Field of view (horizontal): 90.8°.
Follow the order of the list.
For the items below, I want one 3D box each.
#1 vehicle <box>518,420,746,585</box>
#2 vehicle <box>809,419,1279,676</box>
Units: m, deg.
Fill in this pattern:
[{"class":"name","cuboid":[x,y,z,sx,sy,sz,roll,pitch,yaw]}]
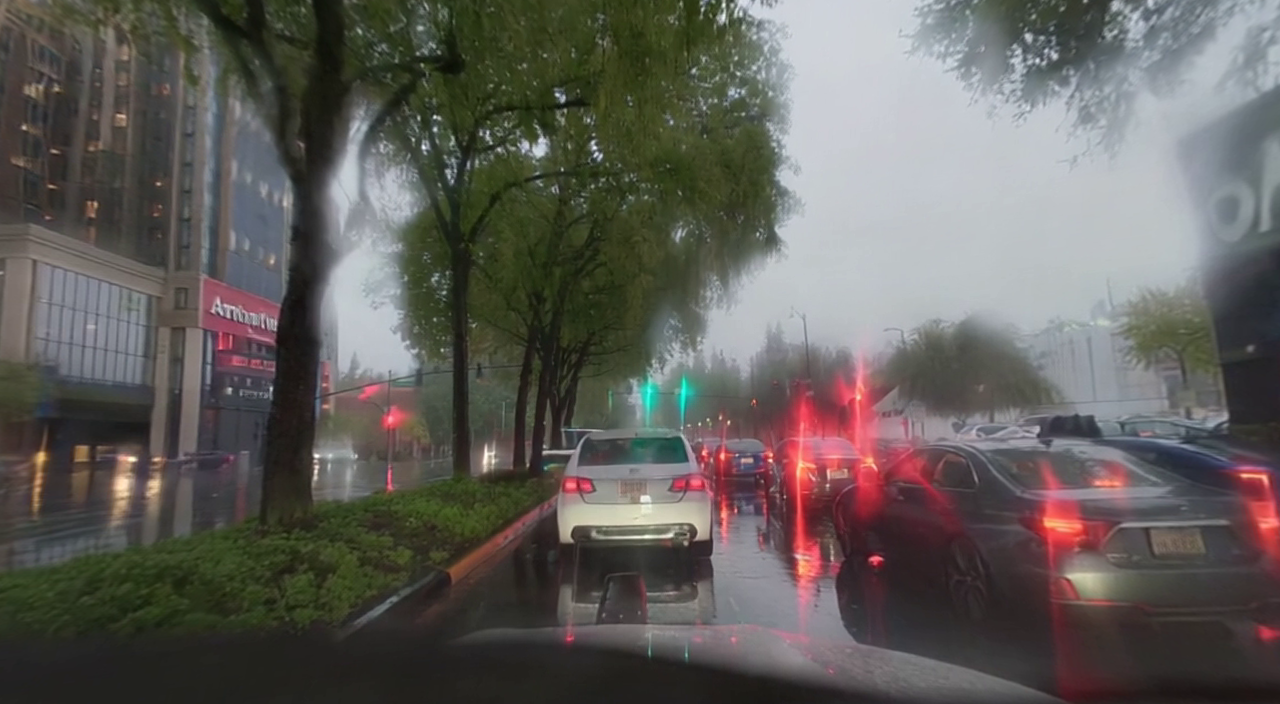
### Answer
[{"class":"vehicle","cuboid":[-0.111,1.703,7.948,2.118,1.512,4.013,0,-9,-1]},{"class":"vehicle","cuboid":[3.219,1.468,5.974,1.912,1.454,4.537,0,-9,-1]}]
